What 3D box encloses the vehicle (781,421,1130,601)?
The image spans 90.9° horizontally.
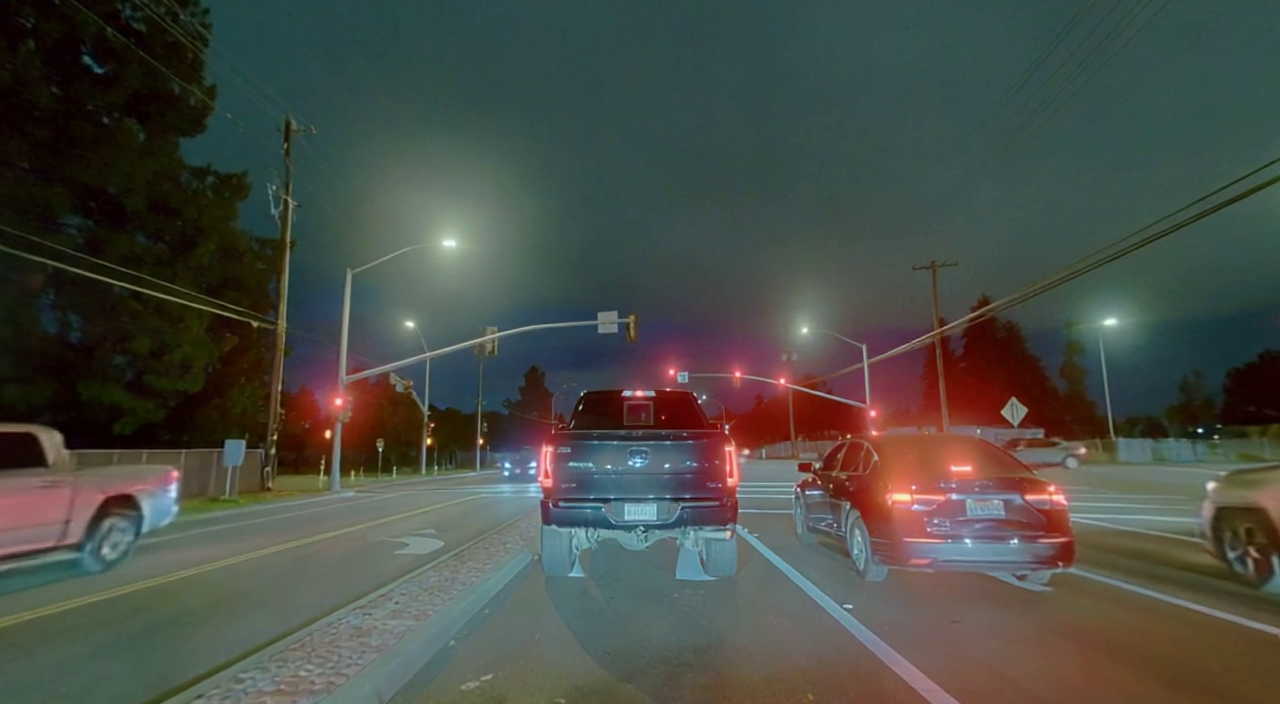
[{"bbox_3d":[3.105,1.639,7.379,1.993,1.495,4.060,0,-8,0],"label":"vehicle"}]

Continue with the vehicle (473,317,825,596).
[{"bbox_3d":[0.079,1.280,8.271,2.831,2.284,6.149,0,-8,0],"label":"vehicle"}]

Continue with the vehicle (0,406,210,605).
[{"bbox_3d":[-7.634,1.583,6.611,2.455,1.971,5.329,0,-8,0],"label":"vehicle"}]

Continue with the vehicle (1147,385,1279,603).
[{"bbox_3d":[6.118,1.000,4.095,1.982,1.727,4.352,0,-8,0],"label":"vehicle"}]
